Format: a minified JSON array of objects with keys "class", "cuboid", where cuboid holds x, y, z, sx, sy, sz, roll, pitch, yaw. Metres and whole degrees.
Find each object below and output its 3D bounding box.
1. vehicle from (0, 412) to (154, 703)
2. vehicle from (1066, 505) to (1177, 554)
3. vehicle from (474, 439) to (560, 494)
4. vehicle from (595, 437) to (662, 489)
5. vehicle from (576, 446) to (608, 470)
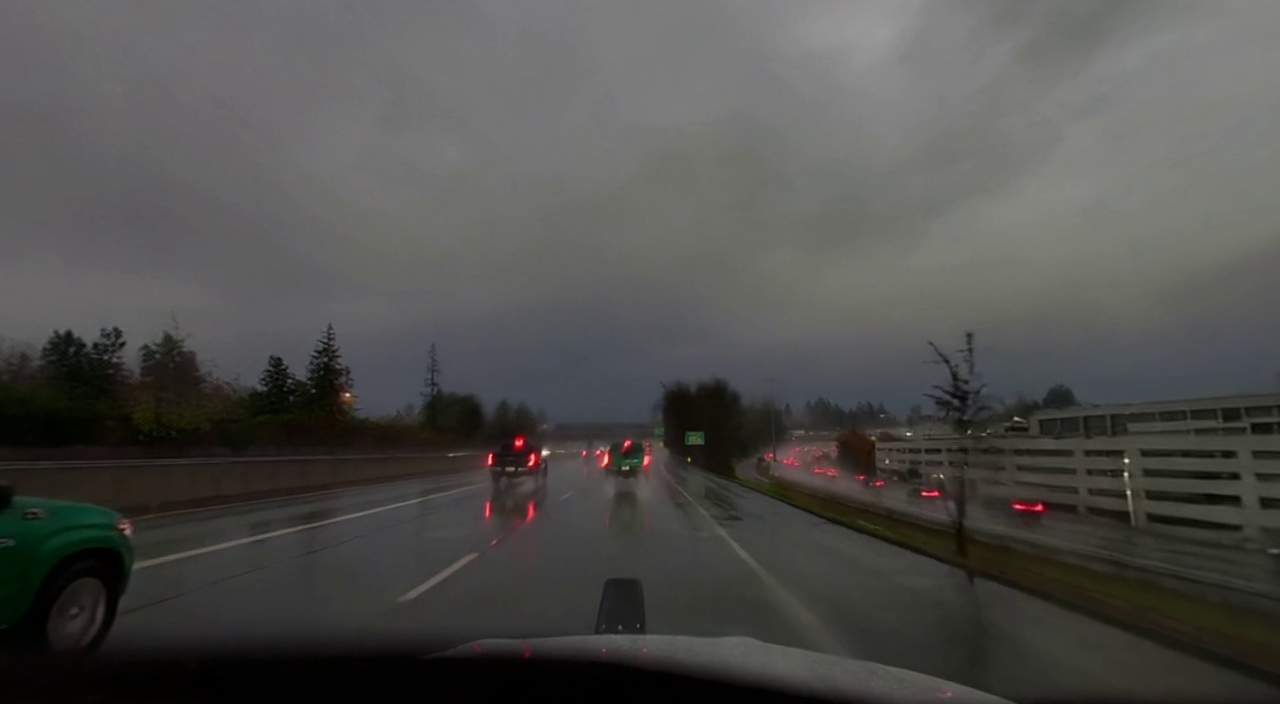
[{"class":"vehicle","cuboid":[-4.111,0.845,1.803,1.936,1.470,4.402,0,-8,0]},{"class":"vehicle","cuboid":[22.471,8.277,29.744,1.956,1.594,4.425,0,-8,5]},{"class":"vehicle","cuboid":[-4.242,4.038,22.779,2.038,1.704,5.181,0,-8,0]},{"class":"vehicle","cuboid":[-0.342,4.136,23.911,2.293,1.753,4.380,0,-8,1]},{"class":"vehicle","cuboid":[-3.743,8.308,49.904,1.991,1.776,4.333,0,-8,2]}]
